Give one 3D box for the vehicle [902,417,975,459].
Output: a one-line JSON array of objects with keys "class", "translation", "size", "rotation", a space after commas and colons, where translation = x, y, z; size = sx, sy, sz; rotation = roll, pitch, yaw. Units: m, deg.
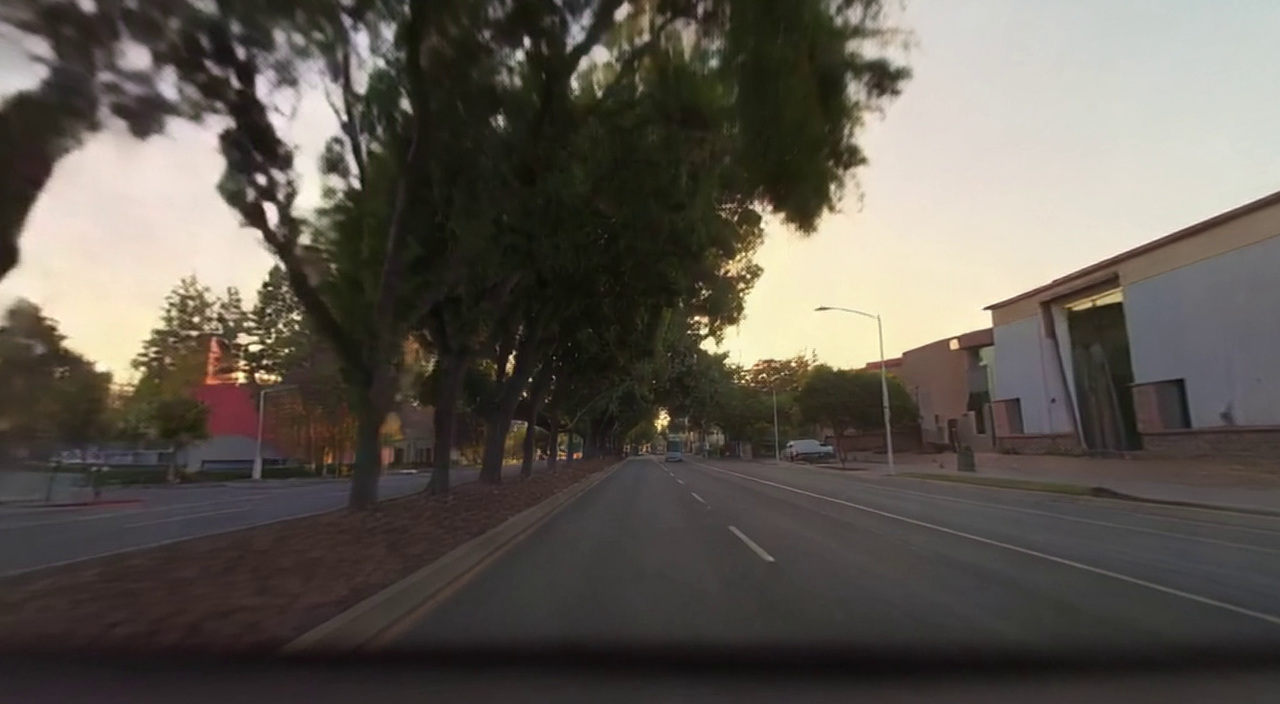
[{"class": "vehicle", "translation": [21.824, 6.355, 46.565], "size": [2.400, 2.851, 5.992], "rotation": [0, -8, 0]}]
